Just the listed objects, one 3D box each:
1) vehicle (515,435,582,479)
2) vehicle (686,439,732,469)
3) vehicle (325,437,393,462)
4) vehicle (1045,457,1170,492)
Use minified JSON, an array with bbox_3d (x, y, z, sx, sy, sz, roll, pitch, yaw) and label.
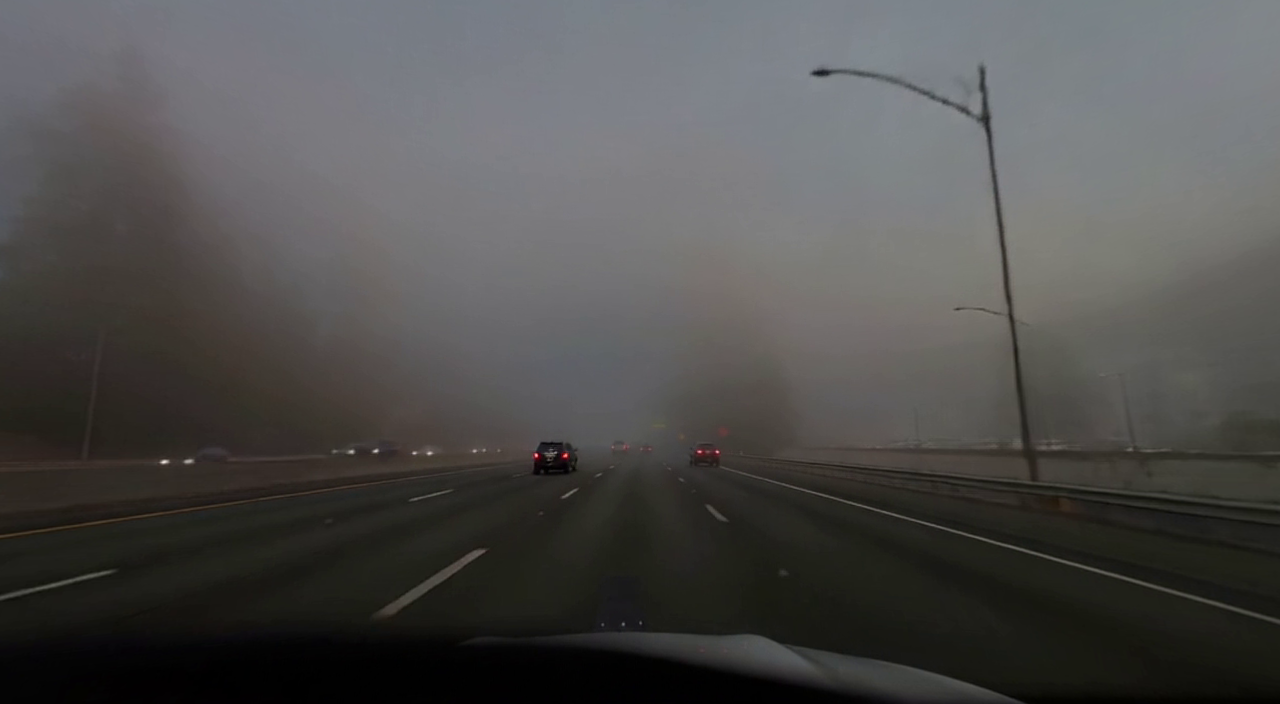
[{"bbox_3d":[-3.875,4.532,27.542,2.196,1.733,4.355,0,-8,1],"label":"vehicle"},{"bbox_3d":[4.065,6.117,38.006,2.229,1.704,4.392,0,-8,0],"label":"vehicle"},{"bbox_3d":[-20.680,7.215,46.693,2.244,1.684,5.795,0,-8,1],"label":"vehicle"},{"bbox_3d":[21.706,5.648,29.323,4.578,1.468,2.021,2,-9,-12],"label":"vehicle"}]
